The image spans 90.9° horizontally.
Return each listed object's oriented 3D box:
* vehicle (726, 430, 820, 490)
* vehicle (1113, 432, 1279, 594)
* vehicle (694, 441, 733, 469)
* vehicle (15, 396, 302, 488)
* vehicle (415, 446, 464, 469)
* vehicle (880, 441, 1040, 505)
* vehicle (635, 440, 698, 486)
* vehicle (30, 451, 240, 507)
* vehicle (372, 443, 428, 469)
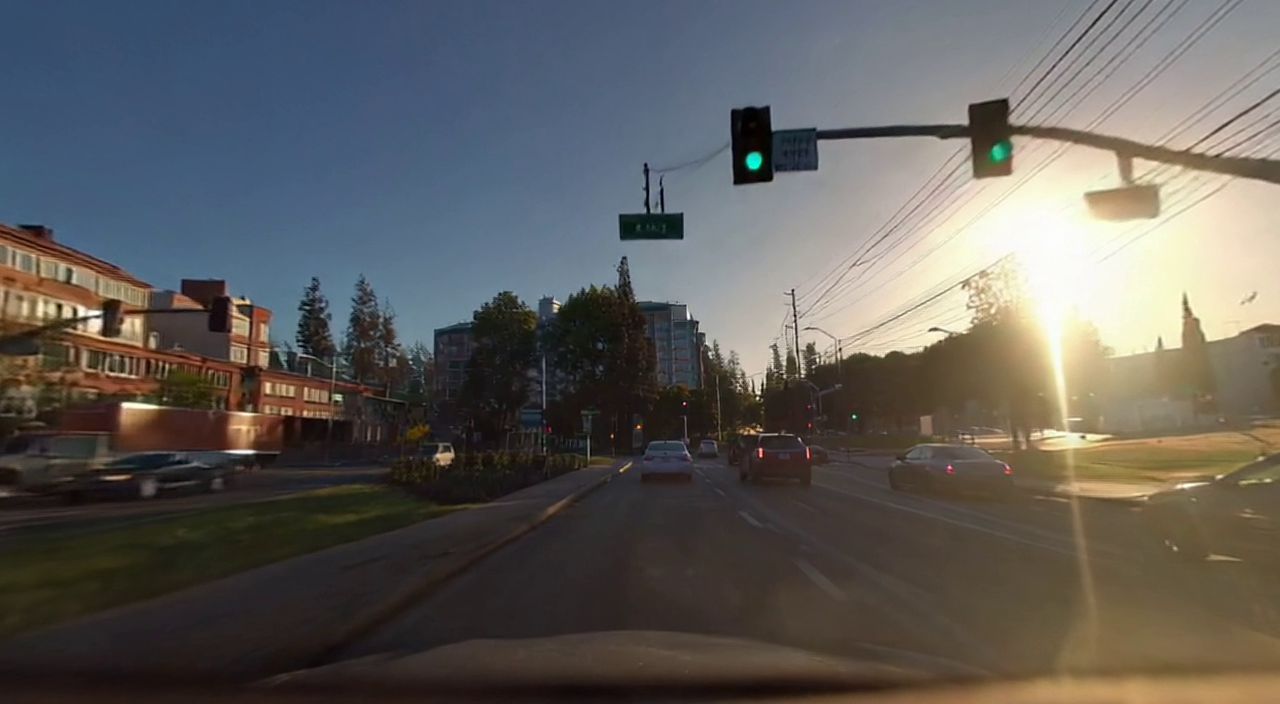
[{"bbox_3d":[4.355,3.636,21.481,2.119,1.810,4.848,0,-9,0],"label":"vehicle"},{"bbox_3d":[6.797,1.435,5.510,1.866,1.471,4.478,0,-9,0],"label":"vehicle"},{"bbox_3d":[4.439,6.295,38.522,1.896,1.612,4.203,0,-9,1],"label":"vehicle"},{"bbox_3d":[-21.059,4.271,29.550,3.354,3.314,12.985,0,-9,0],"label":"vehicle"},{"bbox_3d":[-13.796,7.291,43.675,1.827,1.469,4.476,0,-9,1],"label":"vehicle"},{"bbox_3d":[8.295,3.153,16.924,1.882,1.463,4.543,0,-9,0],"label":"vehicle"},{"bbox_3d":[0.962,4.127,23.697,2.168,1.527,4.174,0,-9,2],"label":"vehicle"},{"bbox_3d":[-13.708,3.438,17.584,1.926,1.303,4.686,0,-9,1],"label":"vehicle"},{"bbox_3d":[-17.488,7.612,46.155,2.076,1.762,4.895,0,-9,1],"label":"vehicle"}]
